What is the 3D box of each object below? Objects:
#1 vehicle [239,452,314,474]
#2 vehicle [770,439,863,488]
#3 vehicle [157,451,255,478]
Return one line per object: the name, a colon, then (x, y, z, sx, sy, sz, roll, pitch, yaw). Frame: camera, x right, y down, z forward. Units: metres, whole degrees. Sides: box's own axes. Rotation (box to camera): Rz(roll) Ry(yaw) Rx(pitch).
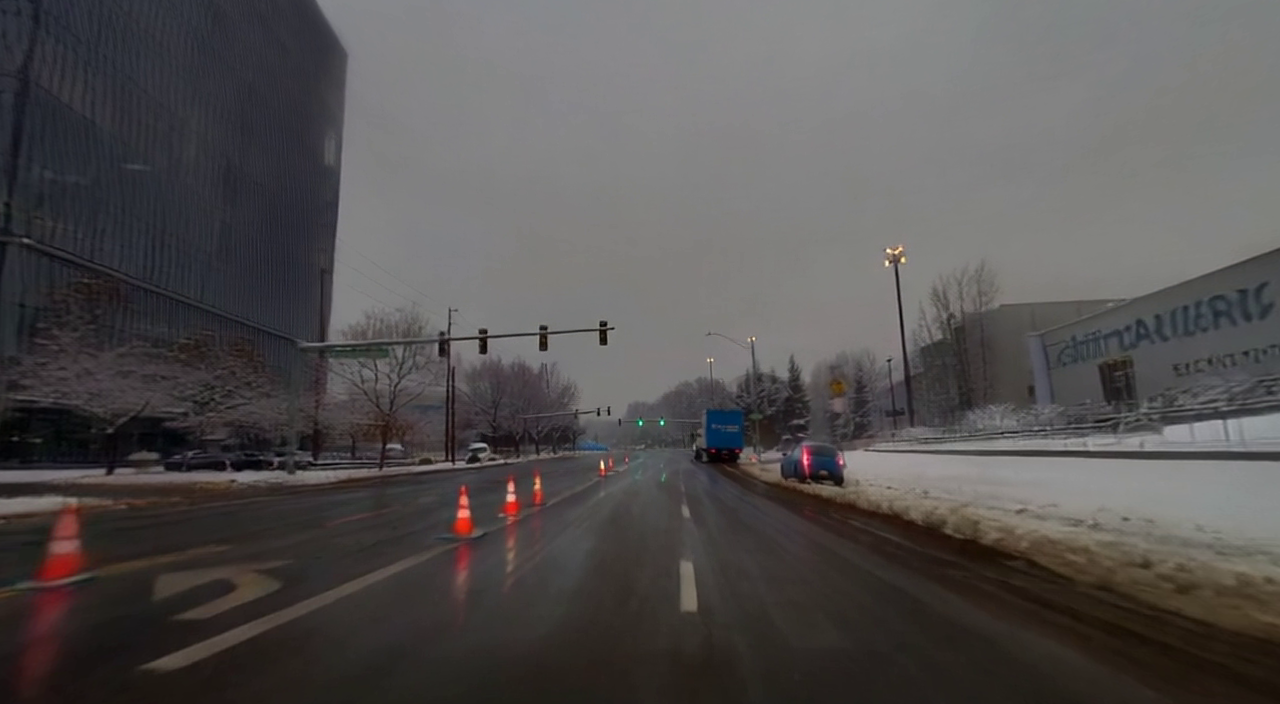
vehicle: (-24.296, 7.420, 42.291, 3.905, 1.345, 1.737, 0, -9, -1)
vehicle: (6.432, 4.091, 23.576, 2.098, 1.619, 4.433, 0, -9, -1)
vehicle: (-25.244, 6.520, 36.853, 4.237, 1.490, 1.901, 0, -9, -2)
